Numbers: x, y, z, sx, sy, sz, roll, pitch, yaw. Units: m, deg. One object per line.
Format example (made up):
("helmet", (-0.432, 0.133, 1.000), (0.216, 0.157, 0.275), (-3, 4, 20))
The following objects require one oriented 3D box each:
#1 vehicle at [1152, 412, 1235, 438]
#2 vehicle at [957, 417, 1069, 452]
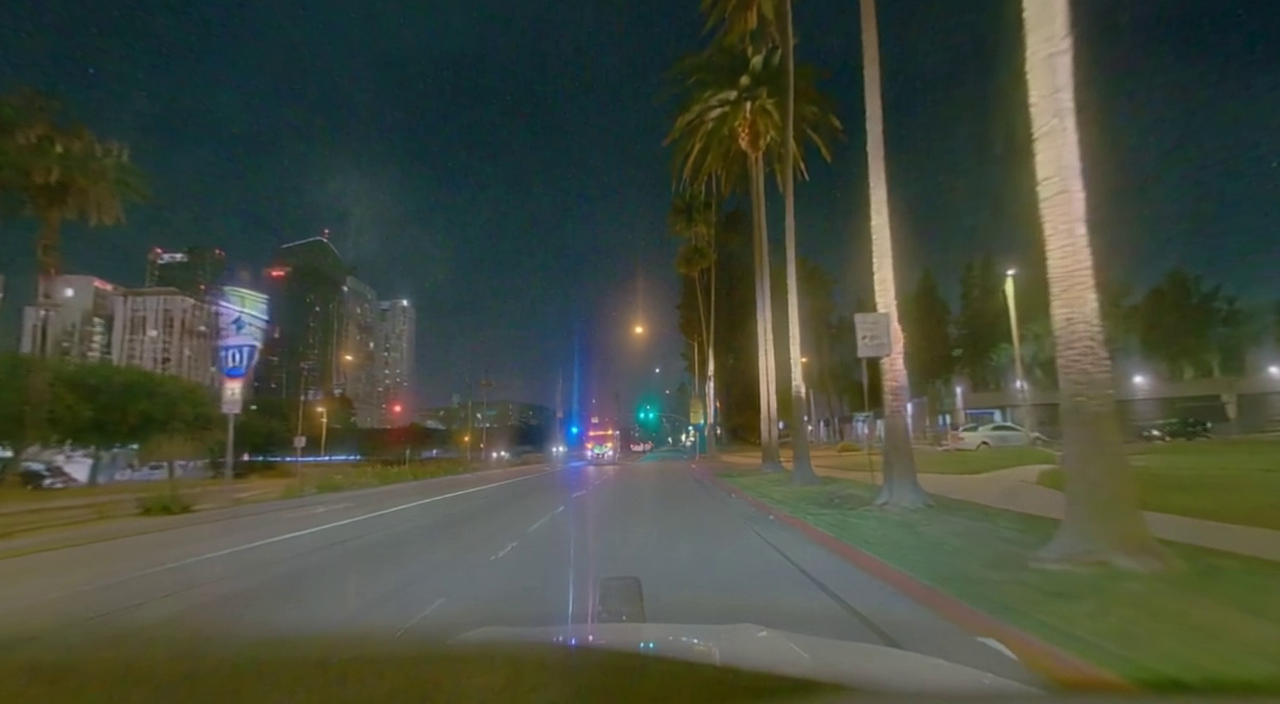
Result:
("vehicle", (36.901, 4.929, 42.022), (1.794, 1.535, 4.466), (-1, -9, 6))
("vehicle", (16.566, 3.688, 27.953), (3.945, 1.463, 1.684), (0, -8, -5))
